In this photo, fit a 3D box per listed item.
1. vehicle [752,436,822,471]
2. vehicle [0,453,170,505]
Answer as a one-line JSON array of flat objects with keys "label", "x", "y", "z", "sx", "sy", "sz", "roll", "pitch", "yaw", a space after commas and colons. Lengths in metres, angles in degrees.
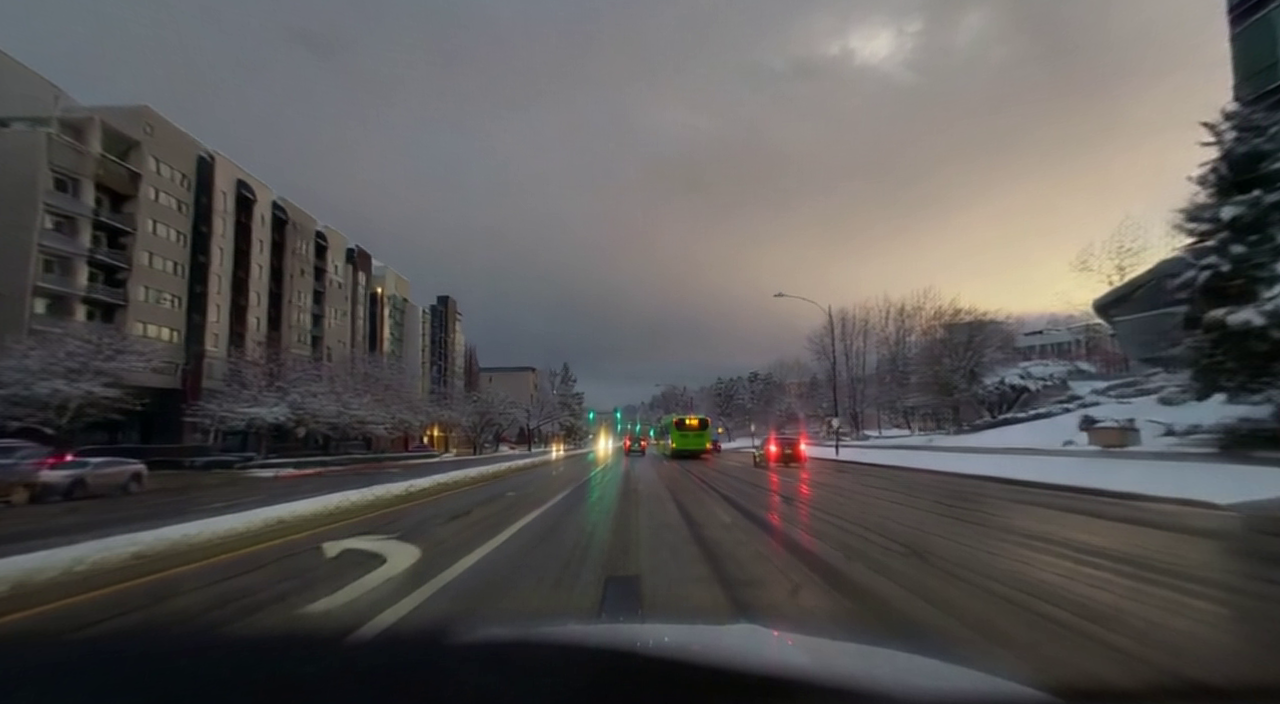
[{"label": "vehicle", "x": 6.590, "y": 4.618, "z": 28.801, "sx": 1.992, "sy": 1.447, "sz": 4.414, "roll": 1, "pitch": -9, "yaw": -2}, {"label": "vehicle", "x": -18.645, "y": 4.204, "z": 21.434, "sx": 1.861, "sy": 1.499, "sz": 4.605, "roll": 0, "pitch": -9, "yaw": -1}]
